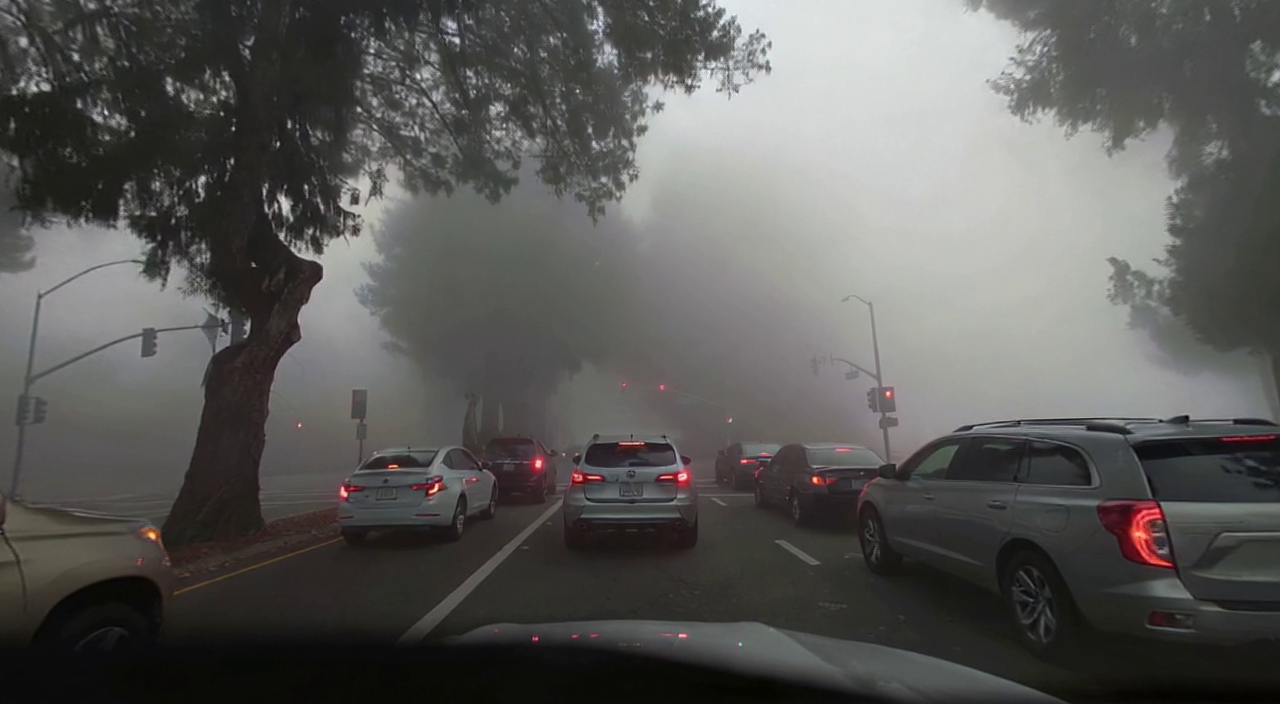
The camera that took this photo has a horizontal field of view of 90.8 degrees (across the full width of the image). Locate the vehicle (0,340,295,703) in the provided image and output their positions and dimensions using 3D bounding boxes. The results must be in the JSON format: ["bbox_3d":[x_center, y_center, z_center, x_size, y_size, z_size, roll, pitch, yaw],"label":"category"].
[{"bbox_3d":[-3.654,0.836,2.542,2.047,1.764,4.369,0,-8,0],"label":"vehicle"}]

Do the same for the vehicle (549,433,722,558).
[{"bbox_3d":[-0.071,2.008,9.594,2.061,1.470,3.970,0,-8,0],"label":"vehicle"}]

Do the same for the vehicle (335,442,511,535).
[{"bbox_3d":[-3.919,2.503,12.335,1.919,1.459,4.371,0,-8,-1],"label":"vehicle"}]

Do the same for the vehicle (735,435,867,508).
[{"bbox_3d":[3.652,2.779,15.246,1.922,1.472,4.440,0,-8,-1],"label":"vehicle"}]

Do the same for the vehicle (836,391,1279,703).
[{"bbox_3d":[3.395,1.305,5.411,1.933,1.564,4.600,0,-8,0],"label":"vehicle"}]
